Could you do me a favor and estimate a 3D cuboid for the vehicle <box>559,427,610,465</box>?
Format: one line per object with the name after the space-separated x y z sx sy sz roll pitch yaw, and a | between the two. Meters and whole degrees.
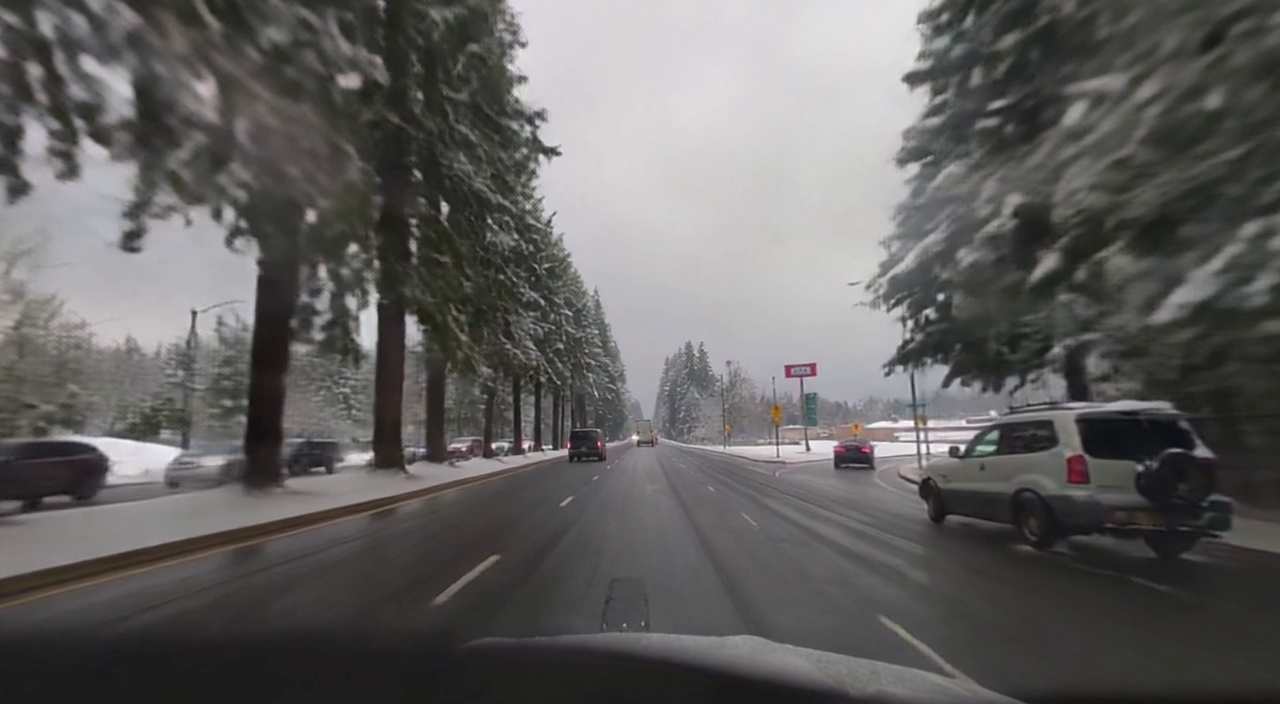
-3.045 5.304 35.584 2.255 1.940 4.822 -1 -8 2 | vehicle

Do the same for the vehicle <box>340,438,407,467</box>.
-16.352 6.174 38.931 2.042 1.654 4.603 0 -8 1 | vehicle

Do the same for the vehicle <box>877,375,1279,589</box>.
5.539 1.674 9.034 2.381 2.008 5.971 -1 -9 5 | vehicle

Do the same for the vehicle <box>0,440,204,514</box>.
-13.167 2.881 15.105 2.053 1.496 4.569 -1 -8 2 | vehicle

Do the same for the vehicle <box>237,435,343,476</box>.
-16.410 4.888 29.896 2.163 1.761 4.848 0 -9 1 | vehicle

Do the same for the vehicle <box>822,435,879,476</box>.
9.847 4.829 29.720 2.280 1.757 4.572 -3 -9 16 | vehicle
